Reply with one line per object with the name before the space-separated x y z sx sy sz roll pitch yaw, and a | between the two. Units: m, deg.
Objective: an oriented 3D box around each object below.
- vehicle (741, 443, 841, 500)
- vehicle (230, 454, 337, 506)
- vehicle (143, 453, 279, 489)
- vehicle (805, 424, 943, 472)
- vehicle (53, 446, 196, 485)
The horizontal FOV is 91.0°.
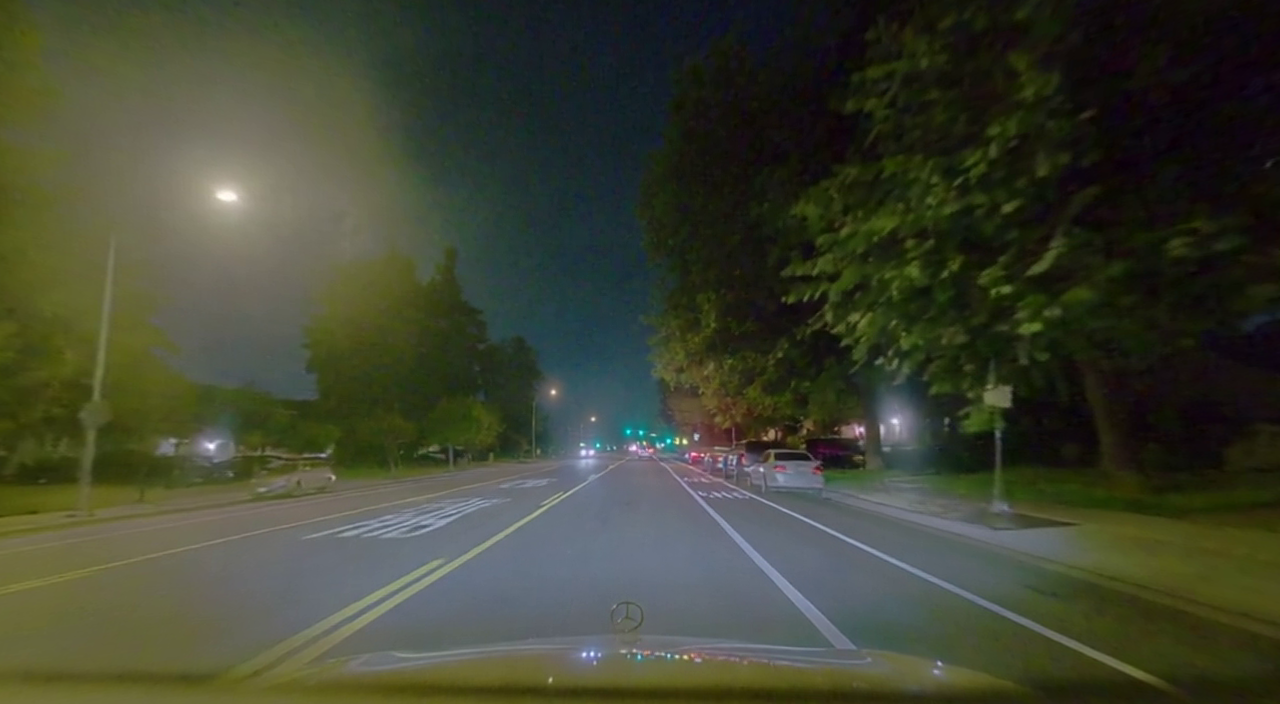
vehicle | 4.405 3.536 19.078 1.918 1.510 4.323 0 -8 0
vehicle | -12.892 4.614 23.057 1.879 1.491 3.678 -3 -7 -1
vehicle | -19.646 5.456 29.001 4.833 1.500 1.896 0 -8 -1
vehicle | 10.970 4.527 29.813 5.561 1.953 2.150 -2 -8 -1
vehicle | -25.341 5.581 31.090 5.153 1.806 2.136 0 -8 1
